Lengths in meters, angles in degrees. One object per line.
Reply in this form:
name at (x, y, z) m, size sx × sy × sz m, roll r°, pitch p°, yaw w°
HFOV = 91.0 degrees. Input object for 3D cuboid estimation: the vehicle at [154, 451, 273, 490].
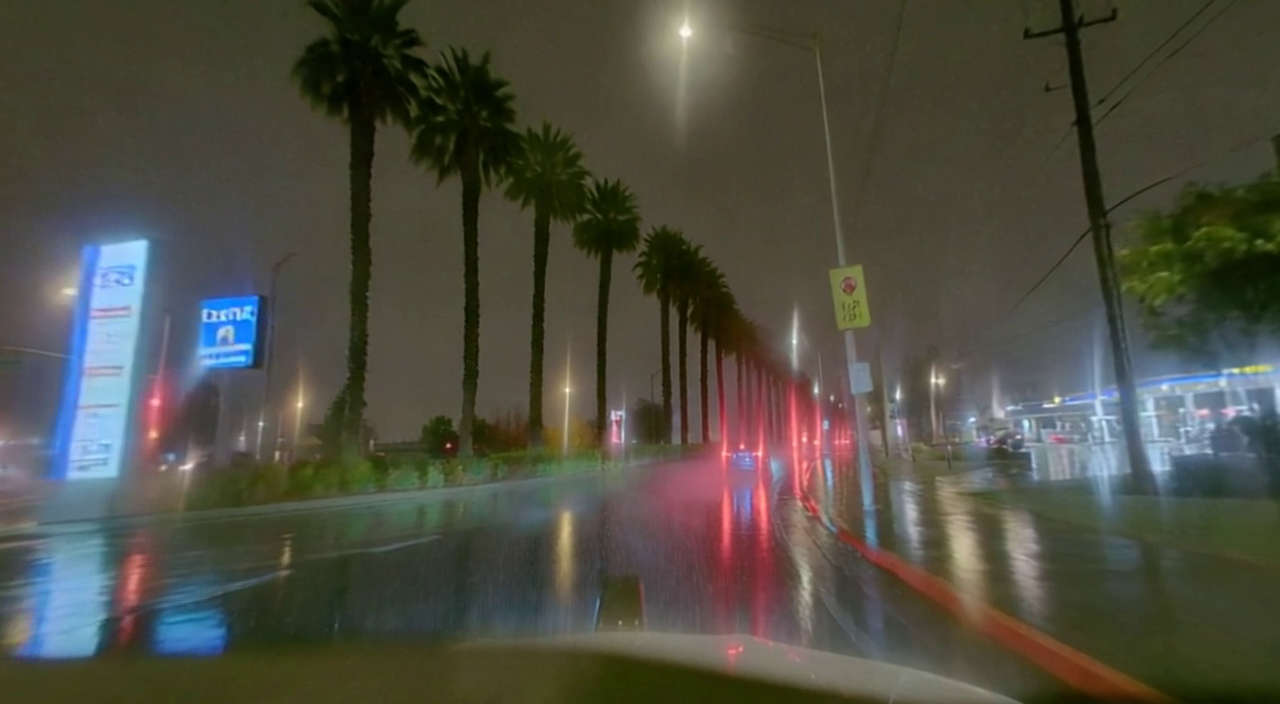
vehicle at (-19.979, 5.519, 29.752) m, size 1.884 × 1.651 × 4.330 m, roll -2°, pitch -9°, yaw 16°

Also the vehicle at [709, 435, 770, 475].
vehicle at (4.249, 4.278, 26.275) m, size 2.050 × 1.509 × 4.148 m, roll -2°, pitch -9°, yaw 15°

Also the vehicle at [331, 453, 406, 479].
vehicle at (-17.160, 7.198, 40.028) m, size 1.825 × 1.441 × 4.656 m, roll -2°, pitch -9°, yaw 15°
